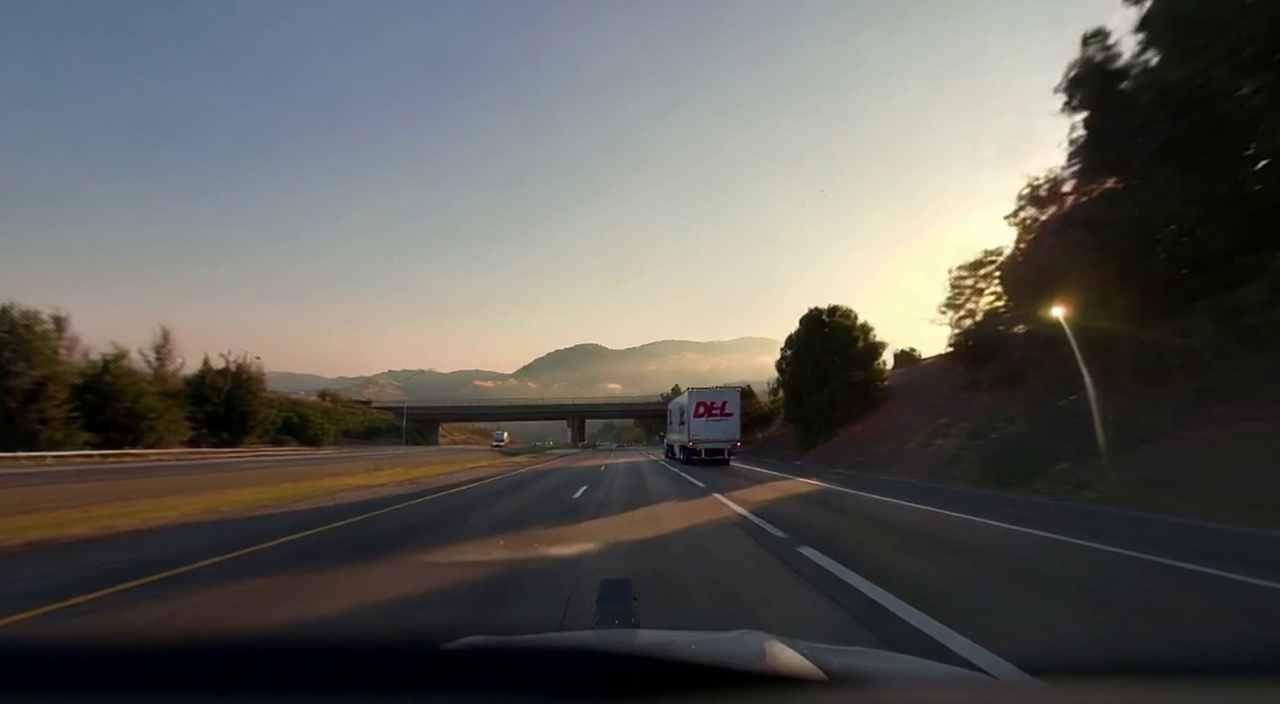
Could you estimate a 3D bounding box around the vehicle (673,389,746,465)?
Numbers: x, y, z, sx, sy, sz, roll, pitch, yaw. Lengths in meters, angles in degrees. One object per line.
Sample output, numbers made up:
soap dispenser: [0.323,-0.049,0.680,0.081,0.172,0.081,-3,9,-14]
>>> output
vehicle: [3.836,4.494,36.910,2.880,3.918,8.254,0,-8,-3]
